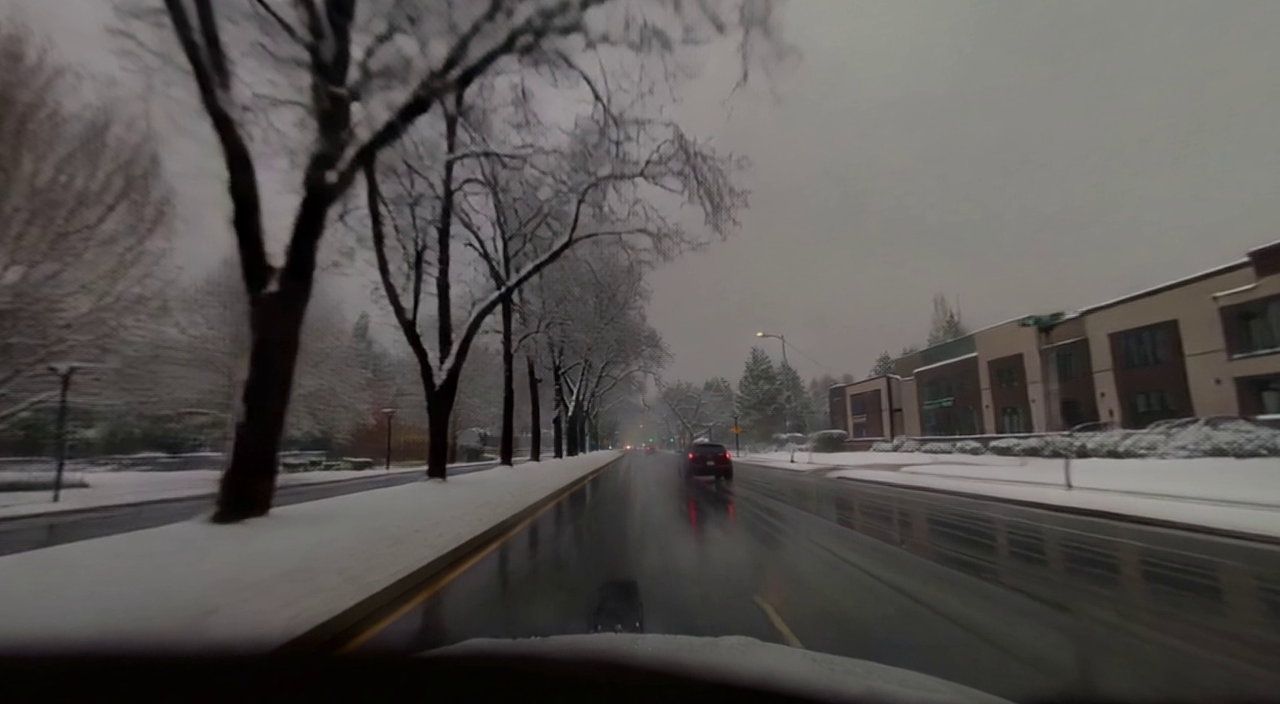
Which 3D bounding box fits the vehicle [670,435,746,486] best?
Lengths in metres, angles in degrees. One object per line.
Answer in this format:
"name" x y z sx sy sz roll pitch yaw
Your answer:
"vehicle" 2.485 4.139 24.402 2.240 1.740 4.605 0 -9 -2
